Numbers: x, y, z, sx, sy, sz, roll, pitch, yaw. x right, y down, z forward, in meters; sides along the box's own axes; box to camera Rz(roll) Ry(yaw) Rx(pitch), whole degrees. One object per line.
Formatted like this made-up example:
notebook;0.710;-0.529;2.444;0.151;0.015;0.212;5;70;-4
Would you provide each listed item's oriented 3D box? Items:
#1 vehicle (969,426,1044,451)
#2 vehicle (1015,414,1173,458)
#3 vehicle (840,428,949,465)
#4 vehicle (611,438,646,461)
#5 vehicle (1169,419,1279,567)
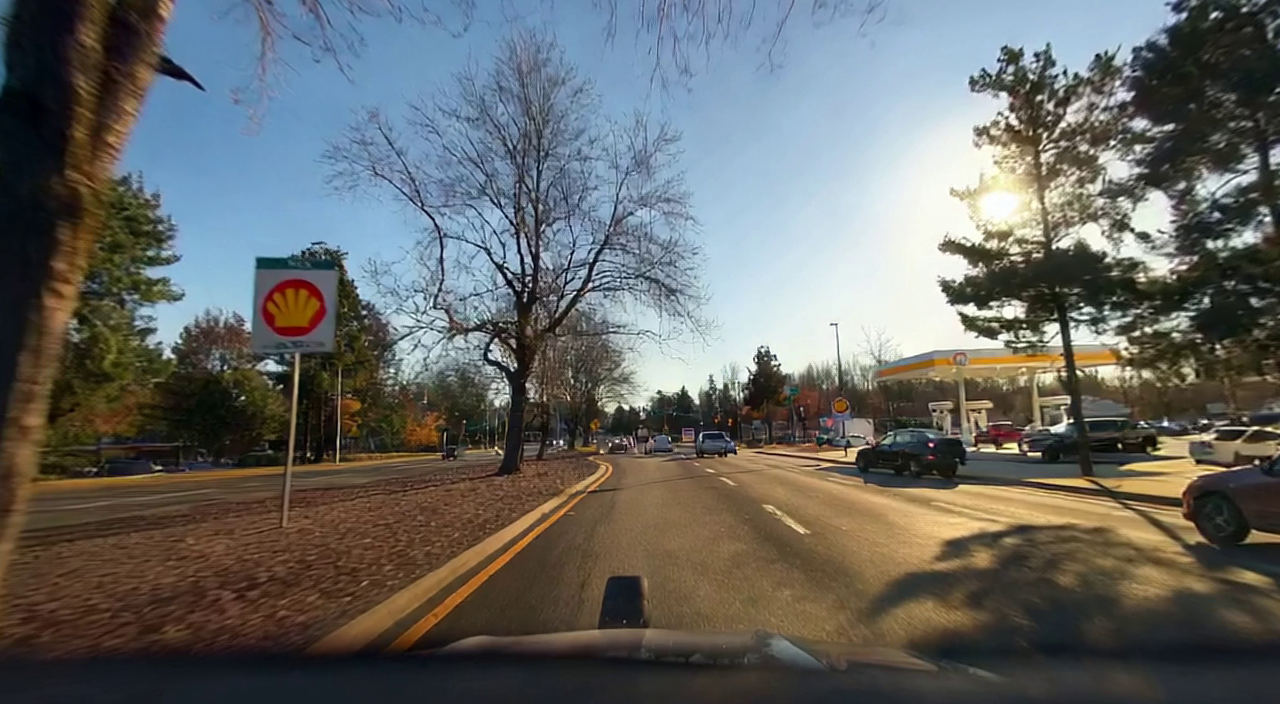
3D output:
vehicle;24.806;5.900;42.813;4.079;1.632;1.961;-4;-9;23
vehicle;21.705;4.130;30.545;5.770;1.976;2.347;-5;-10;26
vehicle;13.014;4.915;32.638;4.960;1.802;2.068;-3;-9;17
vehicle;-0.861;6.633;43.100;2.032;1.461;4.173;1;-9;-6
vehicle;7.373;1.241;5.224;1.880;1.472;4.694;0;-9;0
